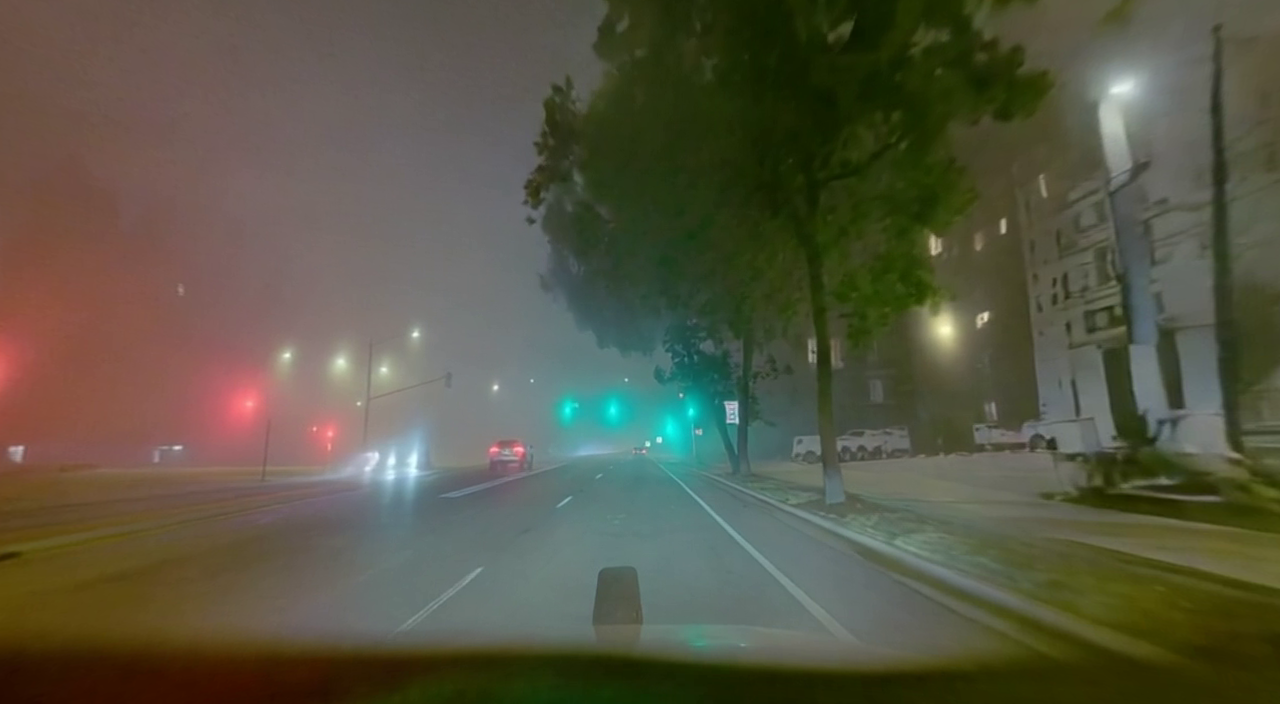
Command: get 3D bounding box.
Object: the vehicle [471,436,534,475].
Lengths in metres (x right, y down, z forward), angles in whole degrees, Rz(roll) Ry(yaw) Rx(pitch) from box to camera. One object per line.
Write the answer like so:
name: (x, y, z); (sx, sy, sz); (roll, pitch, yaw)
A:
vehicle: (-6.545, 4.986, 30.537); (2.076, 1.724, 4.188); (0, -9, 0)
